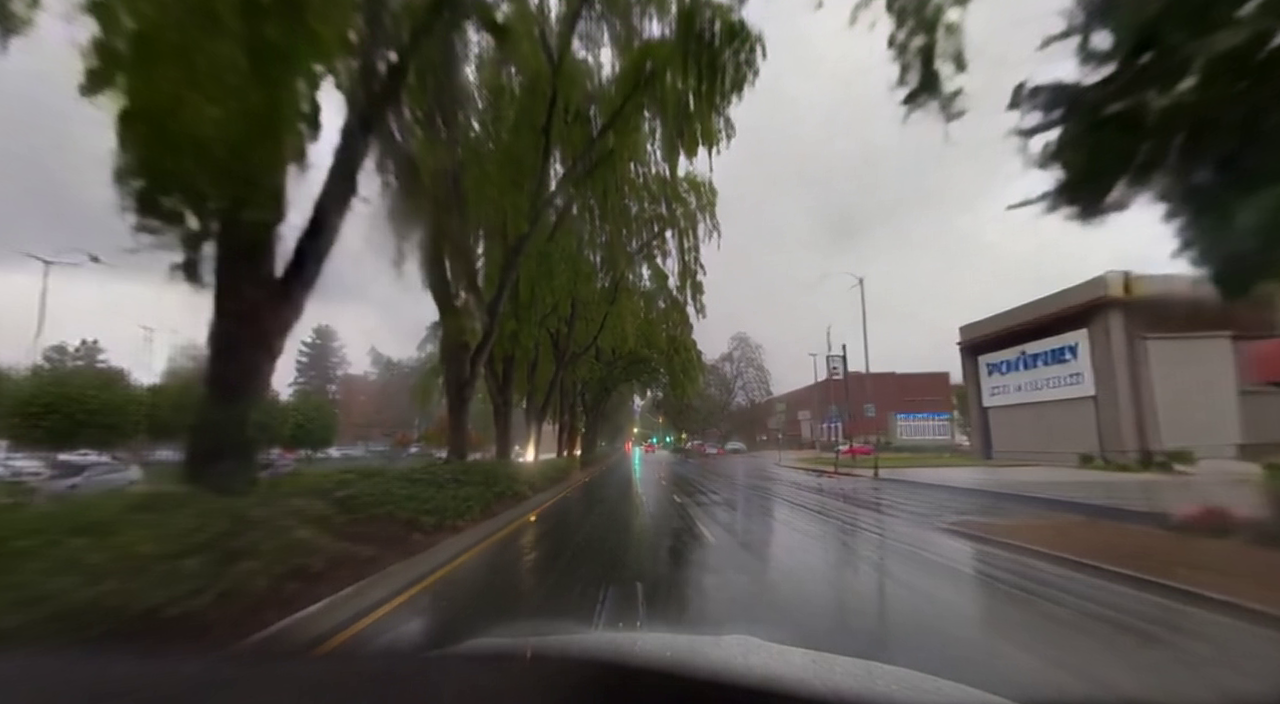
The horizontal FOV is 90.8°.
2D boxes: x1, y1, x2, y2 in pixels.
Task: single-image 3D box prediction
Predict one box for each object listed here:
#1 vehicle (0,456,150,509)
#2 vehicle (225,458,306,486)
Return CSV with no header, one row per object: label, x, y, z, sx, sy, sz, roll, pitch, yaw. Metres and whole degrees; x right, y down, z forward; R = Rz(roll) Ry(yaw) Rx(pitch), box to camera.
vehicle,-21.963,4.975,24.546,1.922,1.738,4.556,-1,-9,4
vehicle,-21.438,6.856,36.367,1.847,1.454,4.413,0,-9,1
